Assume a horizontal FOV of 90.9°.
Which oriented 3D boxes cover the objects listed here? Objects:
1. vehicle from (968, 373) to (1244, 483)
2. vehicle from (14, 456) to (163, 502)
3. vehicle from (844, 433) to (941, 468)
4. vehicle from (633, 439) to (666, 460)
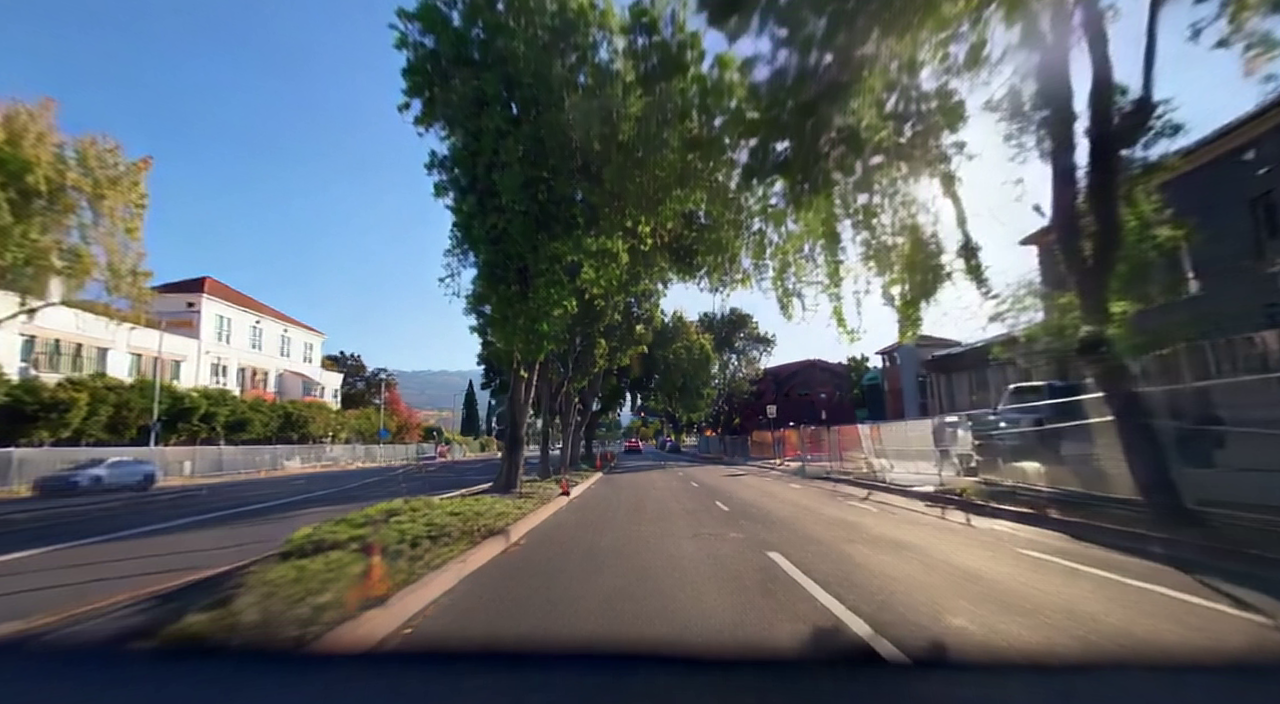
[{"bbox_3d":[15.523,2.615,21.504,6.641,3.391,3.387,0,-8,-3],"label":"vehicle"},{"bbox_3d":[-20.733,4.746,23.978,1.794,1.463,4.332,0,-8,-1],"label":"vehicle"},{"bbox_3d":[12.260,4.776,30.924,1.948,1.466,4.520,-1,-7,-16],"label":"vehicle"},{"bbox_3d":[0.766,7.326,47.643,1.974,1.490,4.231,-1,-8,8],"label":"vehicle"}]
